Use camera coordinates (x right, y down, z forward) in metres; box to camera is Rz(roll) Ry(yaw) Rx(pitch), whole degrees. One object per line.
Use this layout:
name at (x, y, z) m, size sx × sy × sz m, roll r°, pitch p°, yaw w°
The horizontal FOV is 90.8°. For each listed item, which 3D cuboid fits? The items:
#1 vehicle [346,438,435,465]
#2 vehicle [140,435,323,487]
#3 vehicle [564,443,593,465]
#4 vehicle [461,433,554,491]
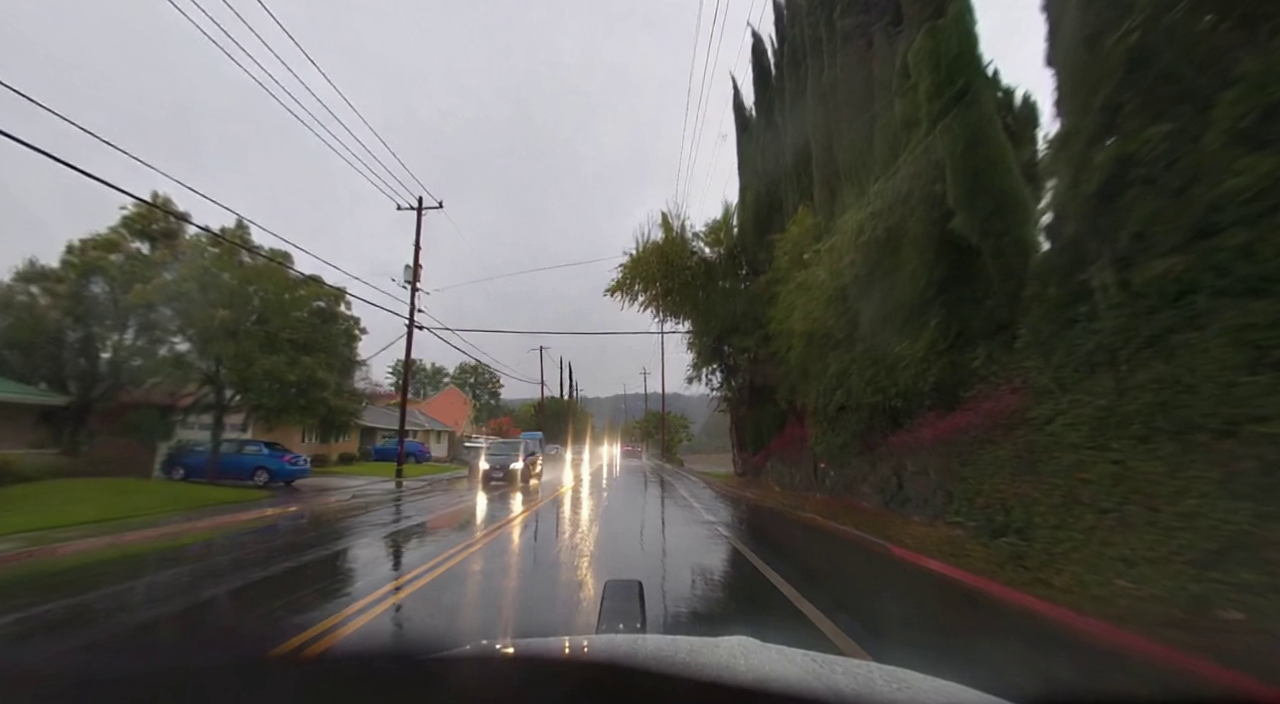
vehicle at (-15.495, 6.228, 39.472) m, size 4.682 × 1.549 × 2.032 m, roll 3°, pitch -9°, yaw -8°
vehicle at (-12.804, 3.453, 20.240) m, size 4.567 × 1.518 × 1.999 m, roll 4°, pitch -9°, yaw -23°
vehicle at (-4.459, 7.434, 46.134) m, size 1.796 × 1.516 × 3.871 m, roll 0°, pitch -9°, yaw 0°
vehicle at (-4.296, 3.645, 21.288) m, size 2.153 × 1.715 × 4.333 m, roll 0°, pitch -9°, yaw 0°
